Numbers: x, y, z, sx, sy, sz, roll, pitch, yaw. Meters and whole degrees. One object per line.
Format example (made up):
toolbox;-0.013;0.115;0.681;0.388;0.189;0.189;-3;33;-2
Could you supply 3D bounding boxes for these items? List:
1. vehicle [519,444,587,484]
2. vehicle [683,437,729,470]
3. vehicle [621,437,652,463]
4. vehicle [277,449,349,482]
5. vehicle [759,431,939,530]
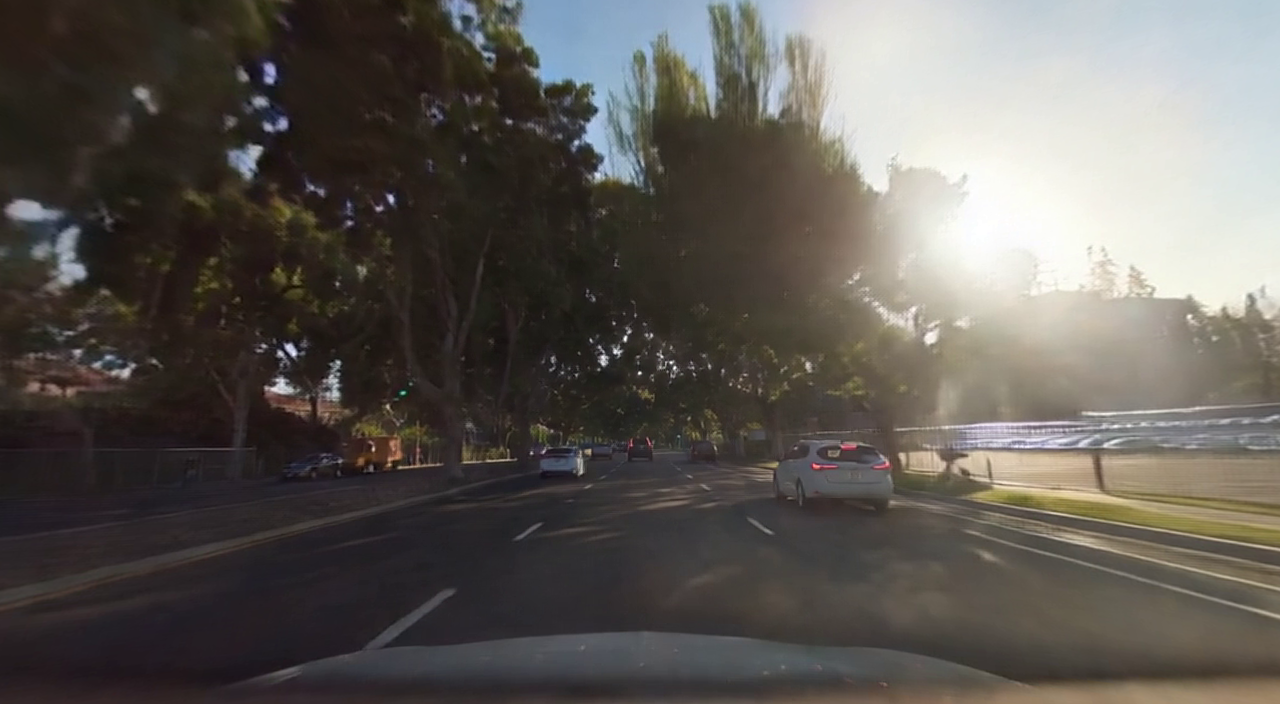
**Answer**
vehicle;-3.189;4.177;23.899;2.013;1.354;3.908;0;-8;0
vehicle;3.550;5.542;34.649;1.980;1.709;4.367;0;-8;-1
vehicle;-0.284;7.431;47.915;2.247;1.882;4.603;0;-8;-1
vehicle;-22.409;7.744;43.470;2.159;1.908;5.564;-2;-8;-1
vehicle;3.619;2.283;11.867;1.919;1.502;4.232;0;-8;0
